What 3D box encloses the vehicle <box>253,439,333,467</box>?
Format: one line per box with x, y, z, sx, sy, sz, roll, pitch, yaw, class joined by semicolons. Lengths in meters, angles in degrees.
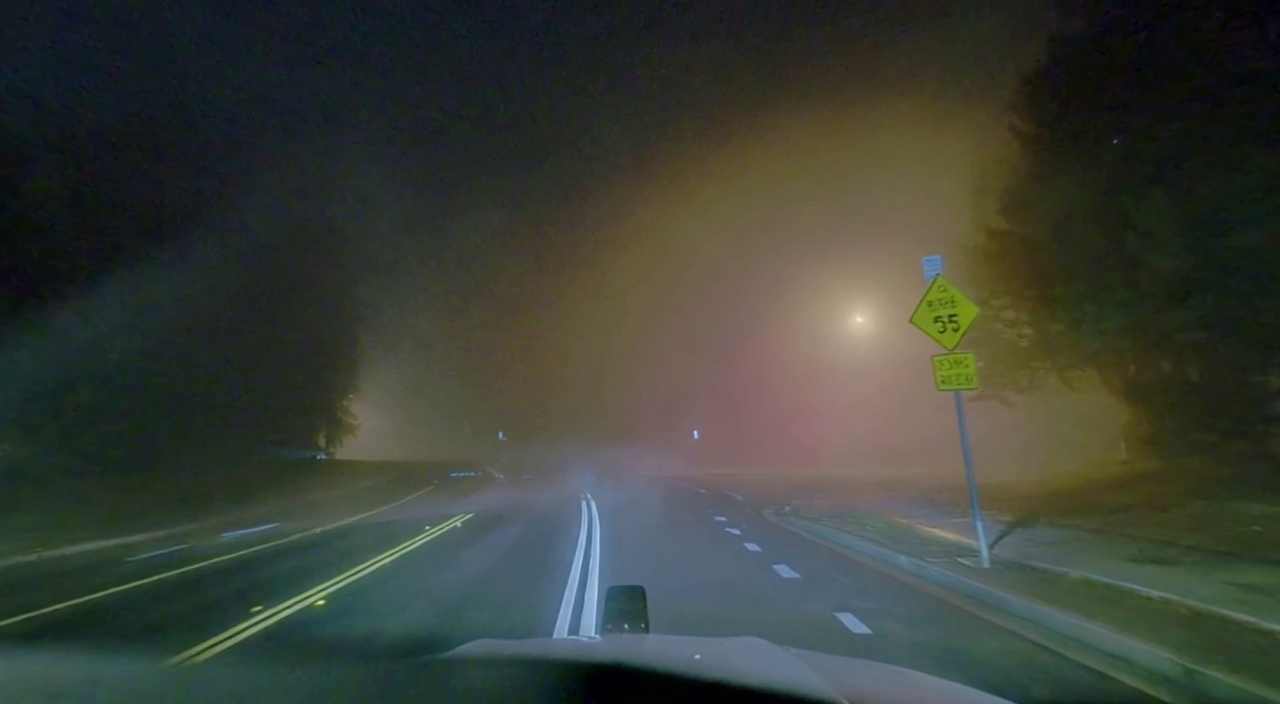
-25.582;7.473;46.528;4.699;1.996;2.116;-1;-9;7;vehicle
